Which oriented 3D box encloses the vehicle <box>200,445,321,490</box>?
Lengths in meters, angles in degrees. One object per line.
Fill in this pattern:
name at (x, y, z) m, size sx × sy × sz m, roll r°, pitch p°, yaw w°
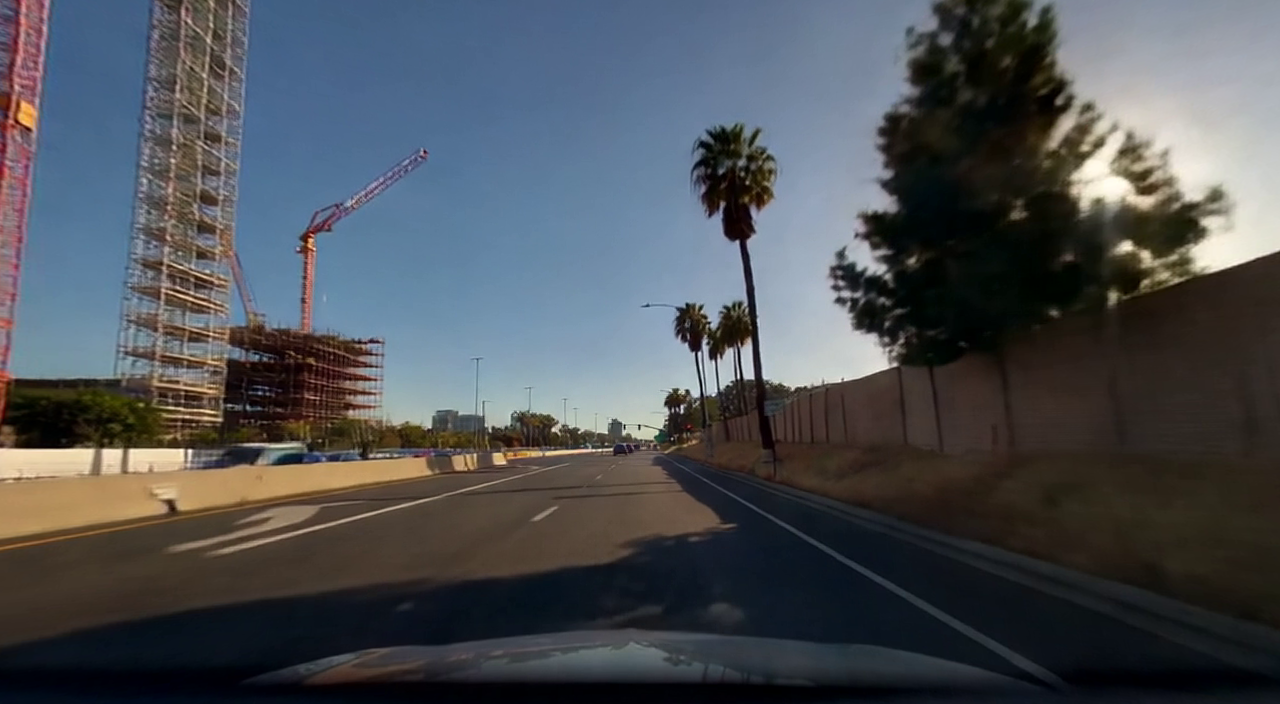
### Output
vehicle at (-15.764, 4.794, 26.577) m, size 2.117 × 1.706 × 4.847 m, roll 0°, pitch -9°, yaw -1°
